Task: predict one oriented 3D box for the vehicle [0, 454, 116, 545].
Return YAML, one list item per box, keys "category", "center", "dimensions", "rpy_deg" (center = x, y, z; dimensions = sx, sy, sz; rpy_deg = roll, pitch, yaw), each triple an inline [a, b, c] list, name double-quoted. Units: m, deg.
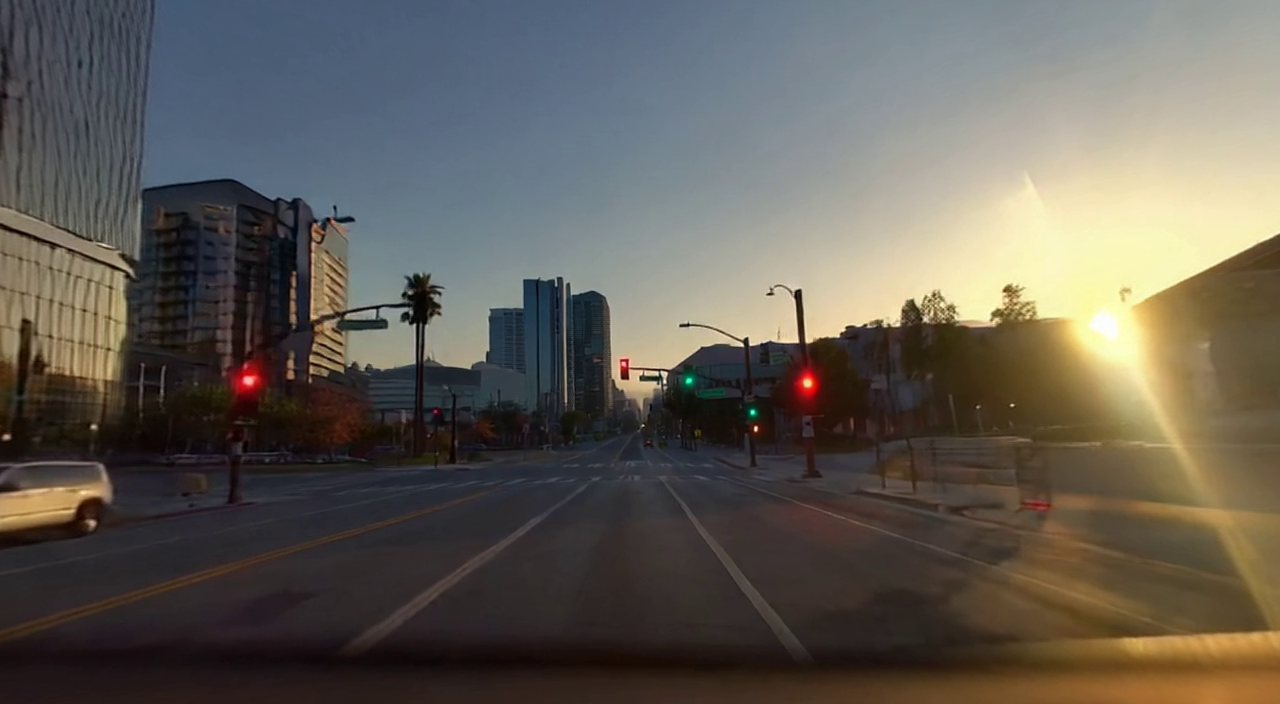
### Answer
- category: "vehicle"
  center: [-13.202, 3.021, 12.697]
  dimensions: [1.913, 1.694, 4.462]
  rpy_deg: [-5, -8, -6]
